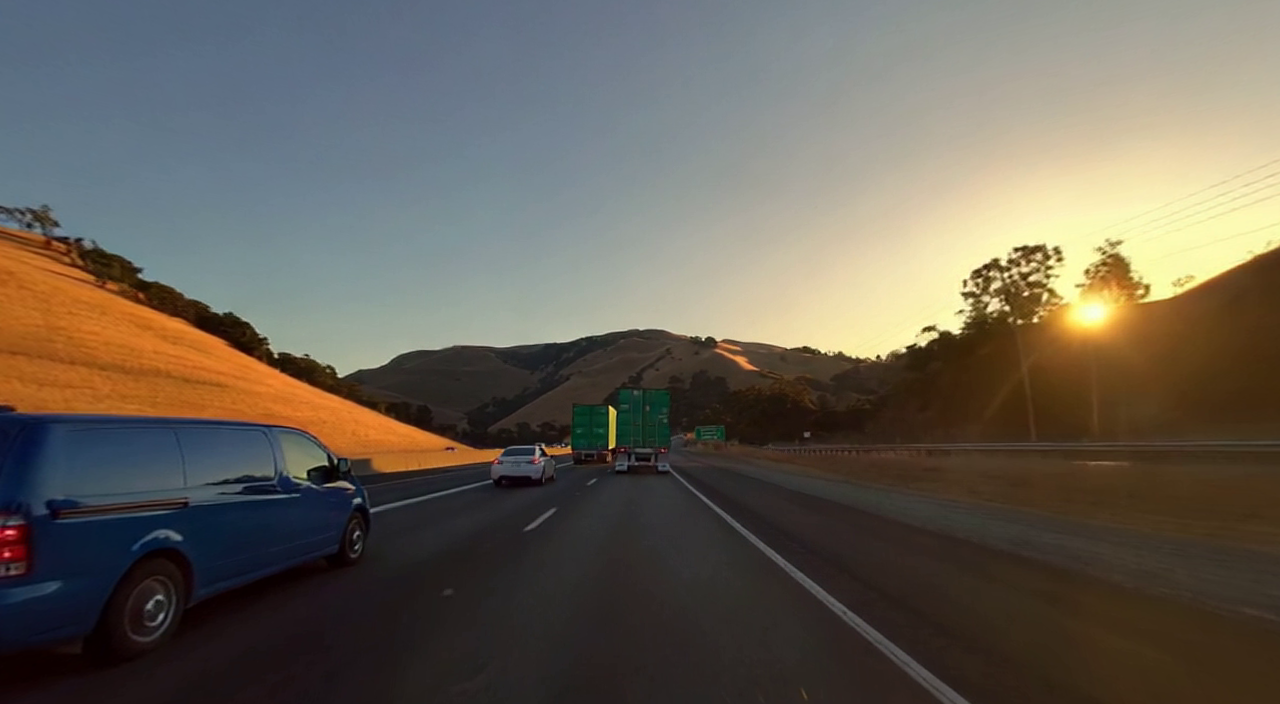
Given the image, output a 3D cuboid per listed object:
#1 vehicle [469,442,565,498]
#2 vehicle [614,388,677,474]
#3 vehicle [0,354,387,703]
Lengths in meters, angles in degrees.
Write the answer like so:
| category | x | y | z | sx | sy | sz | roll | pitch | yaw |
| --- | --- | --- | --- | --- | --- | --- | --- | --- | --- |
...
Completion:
| category | x | y | z | sx | sy | sz | roll | pitch | yaw |
| --- | --- | --- | --- | --- | --- | --- | --- | --- | --- |
| vehicle | -3.513 | 3.425 | 18.808 | 1.950 | 1.446 | 4.224 | 0 | -8 | 1 |
| vehicle | 0.391 | 4.496 | 35.039 | 2.913 | 3.988 | 10.874 | 0 | -8 | 1 |
| vehicle | -4.146 | 1.196 | 5.017 | 2.136 | 1.779 | 4.875 | 0 | -8 | 1 |
